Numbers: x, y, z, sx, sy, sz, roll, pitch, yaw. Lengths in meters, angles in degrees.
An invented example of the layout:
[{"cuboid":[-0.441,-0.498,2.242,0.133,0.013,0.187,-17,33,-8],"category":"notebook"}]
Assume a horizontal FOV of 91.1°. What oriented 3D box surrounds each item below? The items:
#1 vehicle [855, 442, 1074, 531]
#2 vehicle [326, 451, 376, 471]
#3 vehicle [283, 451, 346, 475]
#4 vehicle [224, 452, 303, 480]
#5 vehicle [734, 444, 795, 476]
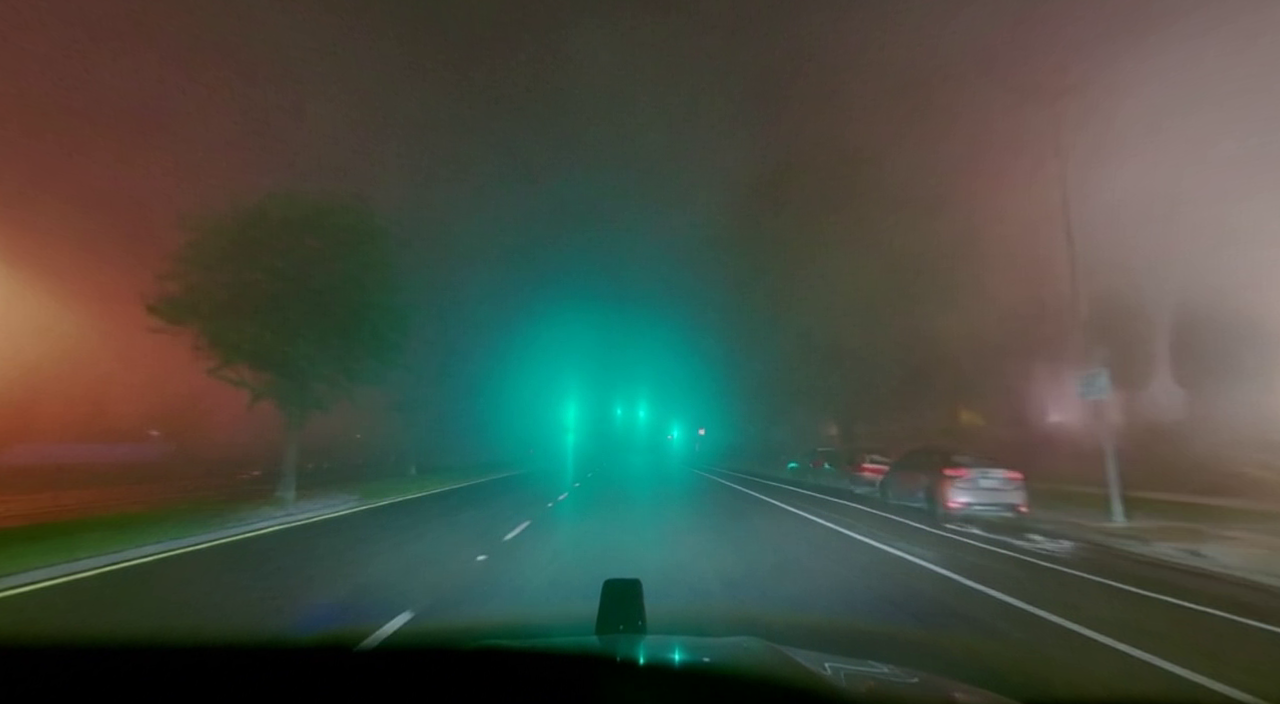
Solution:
[{"cuboid":[6.309,2.639,13.028,1.922,1.494,4.772,0,-9,-1],"category":"vehicle"},{"cuboid":[-22.230,8.393,48.463,1.785,1.461,4.377,0,-9,0],"category":"vehicle"},{"cuboid":[-22.196,7.570,43.040,1.810,1.490,4.783,0,-9,-1],"category":"vehicle"},{"cuboid":[-22.199,6.705,37.233,1.902,1.478,4.755,0,-9,-2],"category":"vehicle"},{"cuboid":[6.170,5.406,31.590,1.945,1.481,4.421,1,-9,-3],"category":"vehicle"}]
